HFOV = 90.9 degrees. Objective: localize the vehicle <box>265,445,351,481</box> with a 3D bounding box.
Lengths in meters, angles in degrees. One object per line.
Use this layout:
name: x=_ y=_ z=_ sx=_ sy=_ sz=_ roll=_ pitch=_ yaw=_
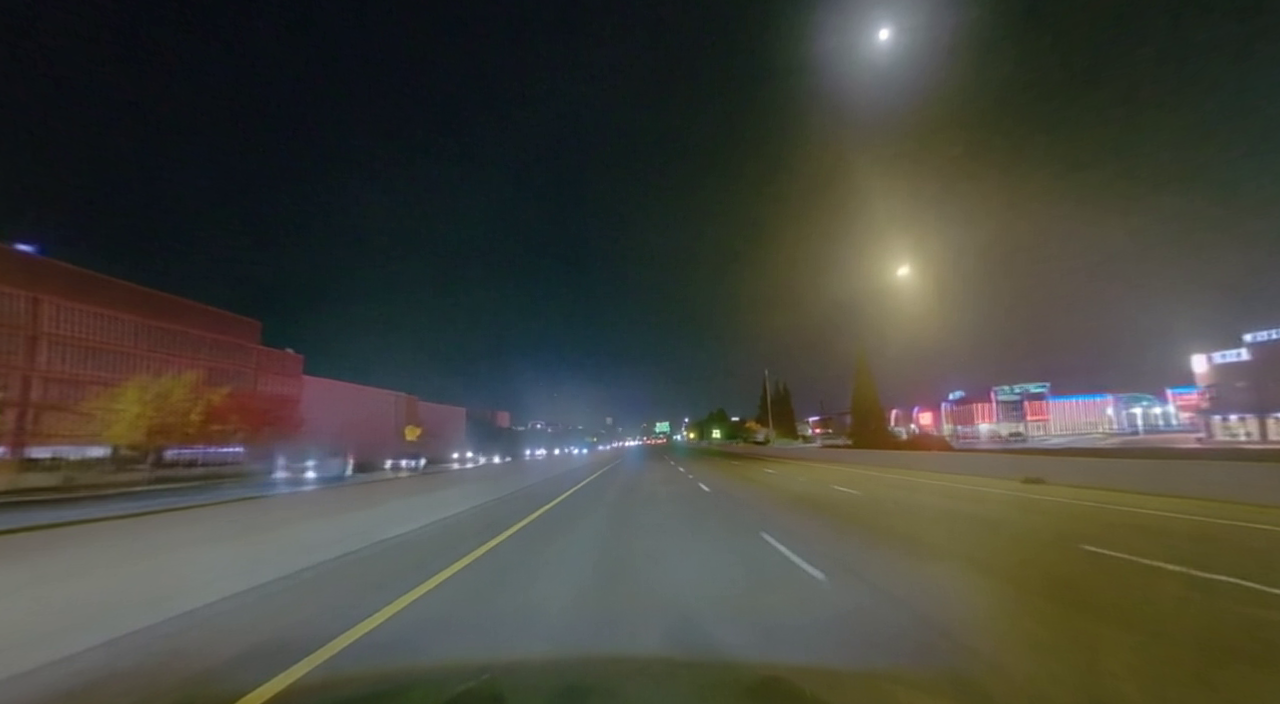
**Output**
vehicle: x=-19.106 y=6.377 z=36.662 sx=2.278 sy=1.932 sz=5.143 roll=0 pitch=-8 yaw=-1
